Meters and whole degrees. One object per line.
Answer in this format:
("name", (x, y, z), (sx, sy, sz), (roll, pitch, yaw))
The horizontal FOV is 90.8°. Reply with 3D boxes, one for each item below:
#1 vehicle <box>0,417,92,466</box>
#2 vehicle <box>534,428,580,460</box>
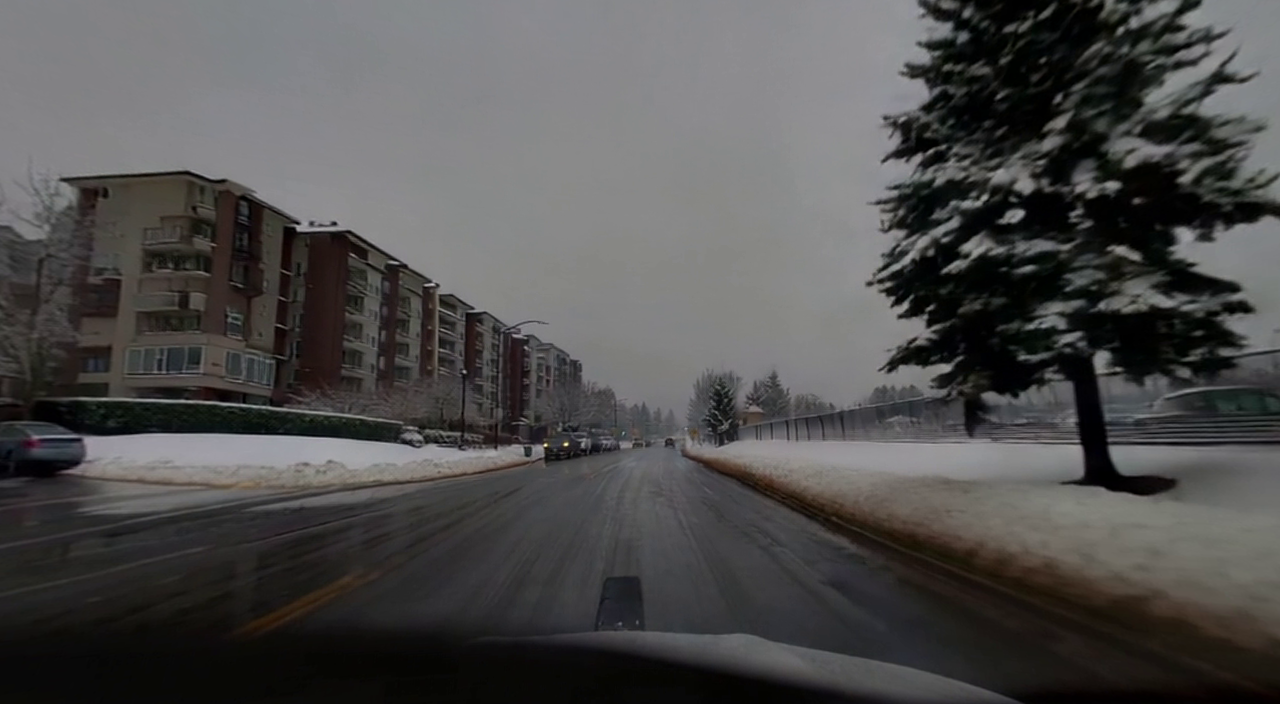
("vehicle", (-24.893, 3.642, 25.687), (5.078, 1.794, 2.210), (-5, -10, 30))
("vehicle", (-5.707, 6.434, 44.094), (2.192, 1.965, 4.917), (2, -8, 3))
